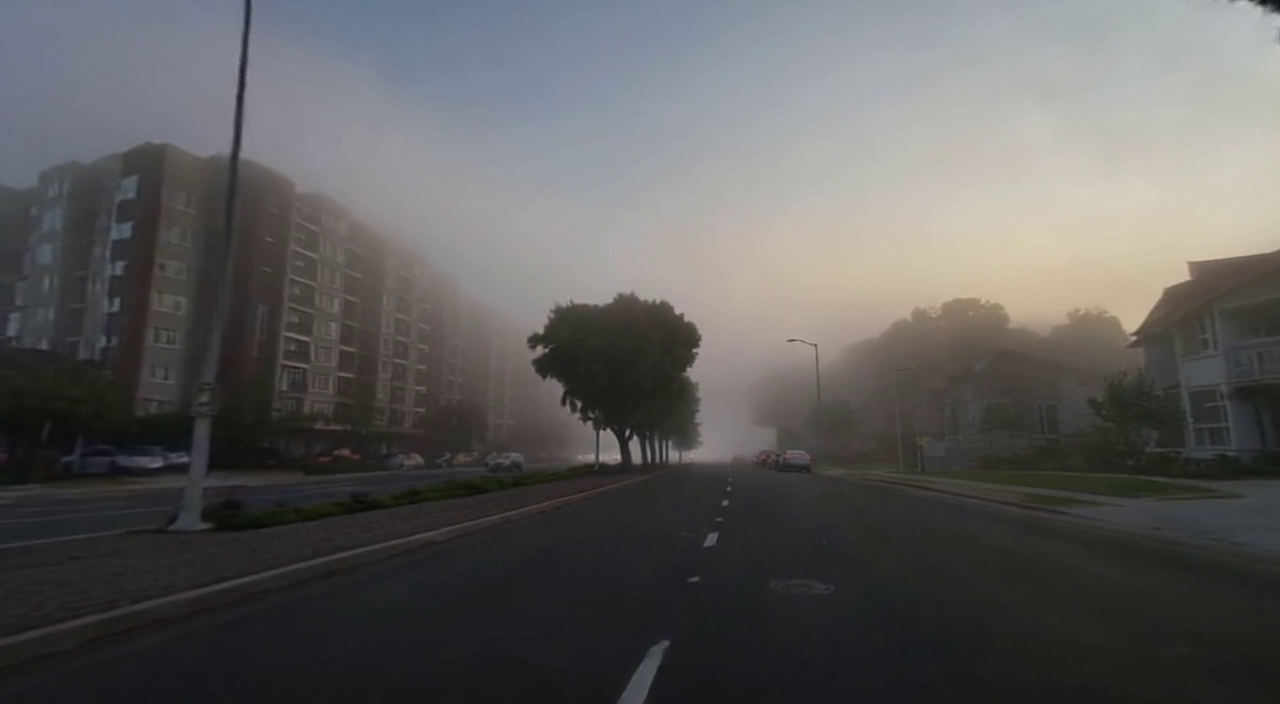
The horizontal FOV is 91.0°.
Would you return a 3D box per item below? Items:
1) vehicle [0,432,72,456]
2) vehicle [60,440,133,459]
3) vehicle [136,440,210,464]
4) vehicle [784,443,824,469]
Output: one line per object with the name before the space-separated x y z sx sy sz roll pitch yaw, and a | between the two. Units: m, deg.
vehicle | -48.085 7.306 49.817 4.744 1.812 2.018 -2 -9 12
vehicle | -41.807 7.513 48.416 4.394 1.451 1.861 -2 -9 12
vehicle | -34.765 7.451 46.841 4.334 1.686 1.925 -2 -9 13
vehicle | 12.644 8.064 48.861 2.241 1.877 4.810 -1 -9 6
